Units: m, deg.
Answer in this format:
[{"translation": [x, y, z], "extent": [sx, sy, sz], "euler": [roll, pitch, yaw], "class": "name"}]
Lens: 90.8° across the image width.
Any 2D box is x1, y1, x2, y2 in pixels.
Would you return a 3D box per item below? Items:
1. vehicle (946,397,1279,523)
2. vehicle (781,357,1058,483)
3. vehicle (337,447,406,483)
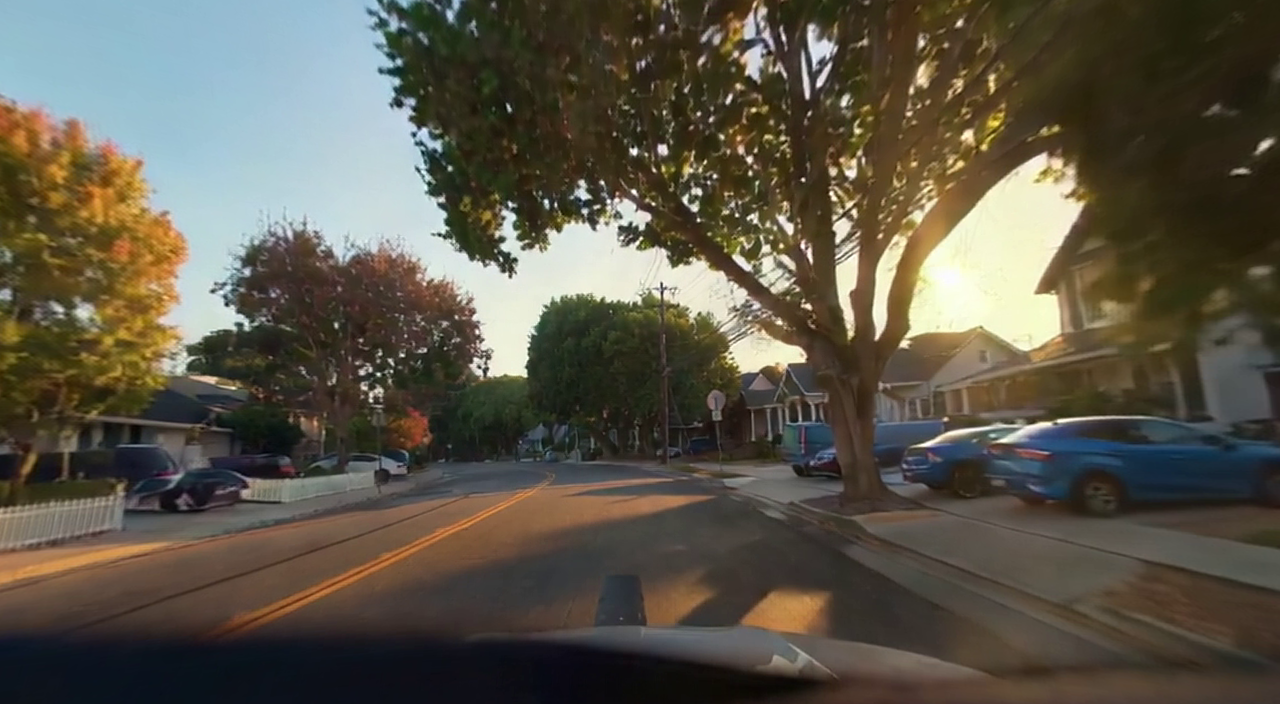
[{"translation": [7.566, 1.646, 9.921], "extent": [4.412, 1.565, 1.957], "euler": [-3, -8, 0], "class": "vehicle"}, {"translation": [8.290, 2.074, 19.241], "extent": [7.115, 3.010, 2.378], "euler": [-4, -8, -5], "class": "vehicle"}, {"translation": [-12.884, 5.421, 30.640], "extent": [2.390, 1.431, 4.253], "euler": [0, -7, -13], "class": "vehicle"}]
